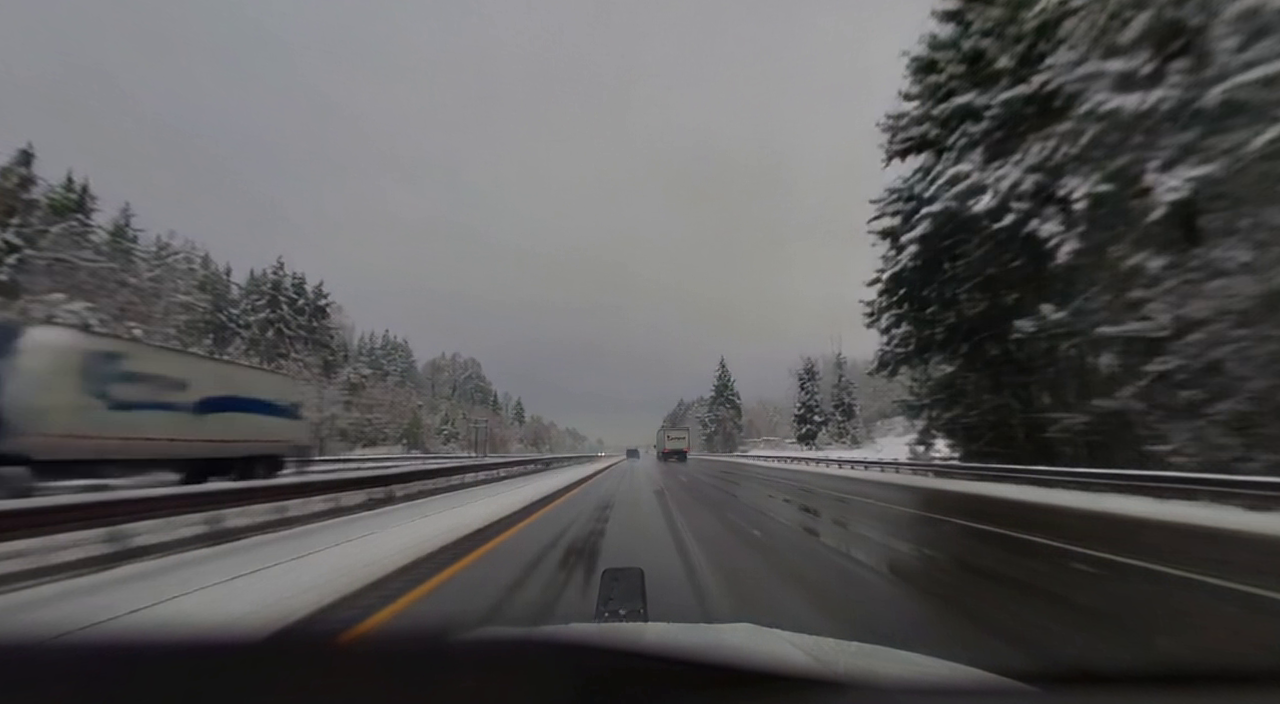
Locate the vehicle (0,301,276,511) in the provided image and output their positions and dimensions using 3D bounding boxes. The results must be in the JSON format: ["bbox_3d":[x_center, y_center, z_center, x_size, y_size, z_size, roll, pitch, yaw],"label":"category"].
[{"bbox_3d":[-13.464,1.595,15.481,3.001,3.888,9.974,0,-9,0],"label":"vehicle"}]
